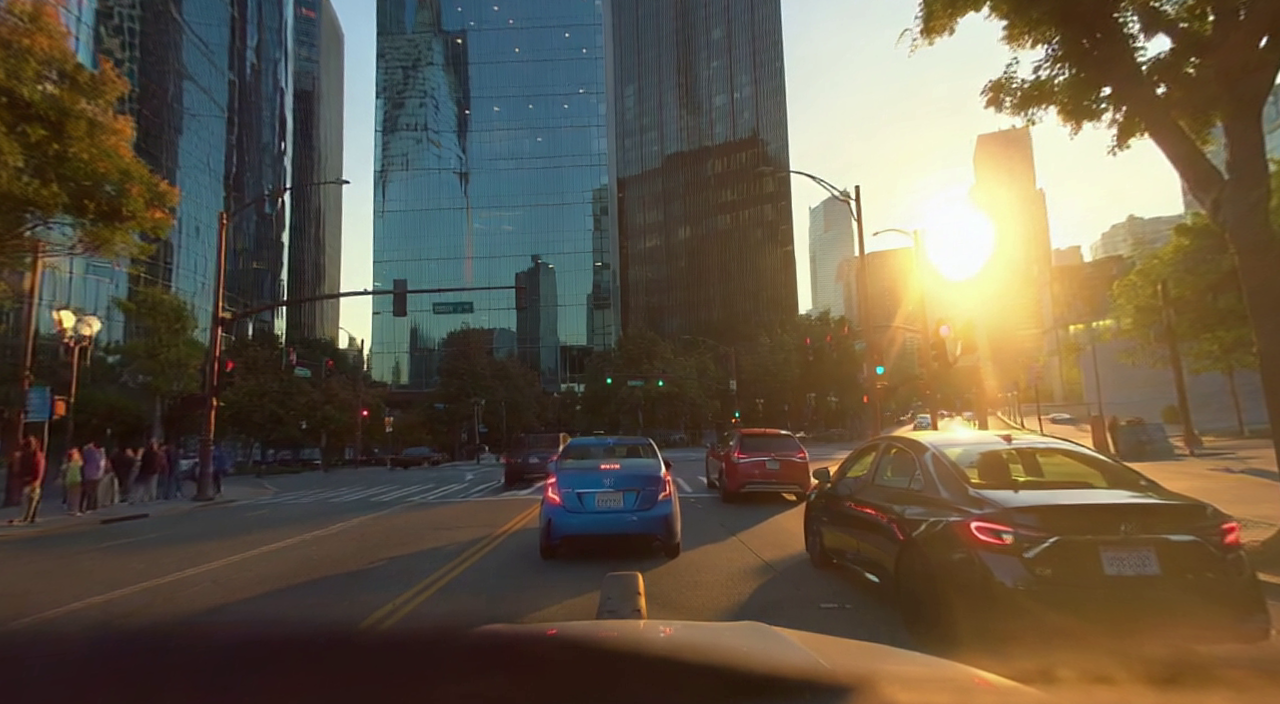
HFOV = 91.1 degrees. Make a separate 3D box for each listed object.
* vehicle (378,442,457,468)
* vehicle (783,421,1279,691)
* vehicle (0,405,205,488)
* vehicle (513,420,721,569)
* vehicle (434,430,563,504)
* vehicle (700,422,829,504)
[{"bbox_3d":[-13.021,5.997,36.645,4.531,1.427,1.957,-6,-10,34],"label":"vehicle"},{"bbox_3d":[2.762,1.430,5.601,1.952,1.464,4.165,0,-8,-1],"label":"vehicle"},{"bbox_3d":[-25.792,4.349,28.985,8.989,3.623,2.884,0,-8,-1],"label":"vehicle"},{"bbox_3d":[-0.278,1.722,8.374,2.072,1.476,4.078,0,-8,-1],"label":"vehicle"},{"bbox_3d":[-3.222,2.716,15.290,2.068,1.513,4.221,0,-8,1],"label":"vehicle"},{"bbox_3d":[2.879,2.698,15.688,2.234,1.723,4.486,0,-8,-1],"label":"vehicle"}]
